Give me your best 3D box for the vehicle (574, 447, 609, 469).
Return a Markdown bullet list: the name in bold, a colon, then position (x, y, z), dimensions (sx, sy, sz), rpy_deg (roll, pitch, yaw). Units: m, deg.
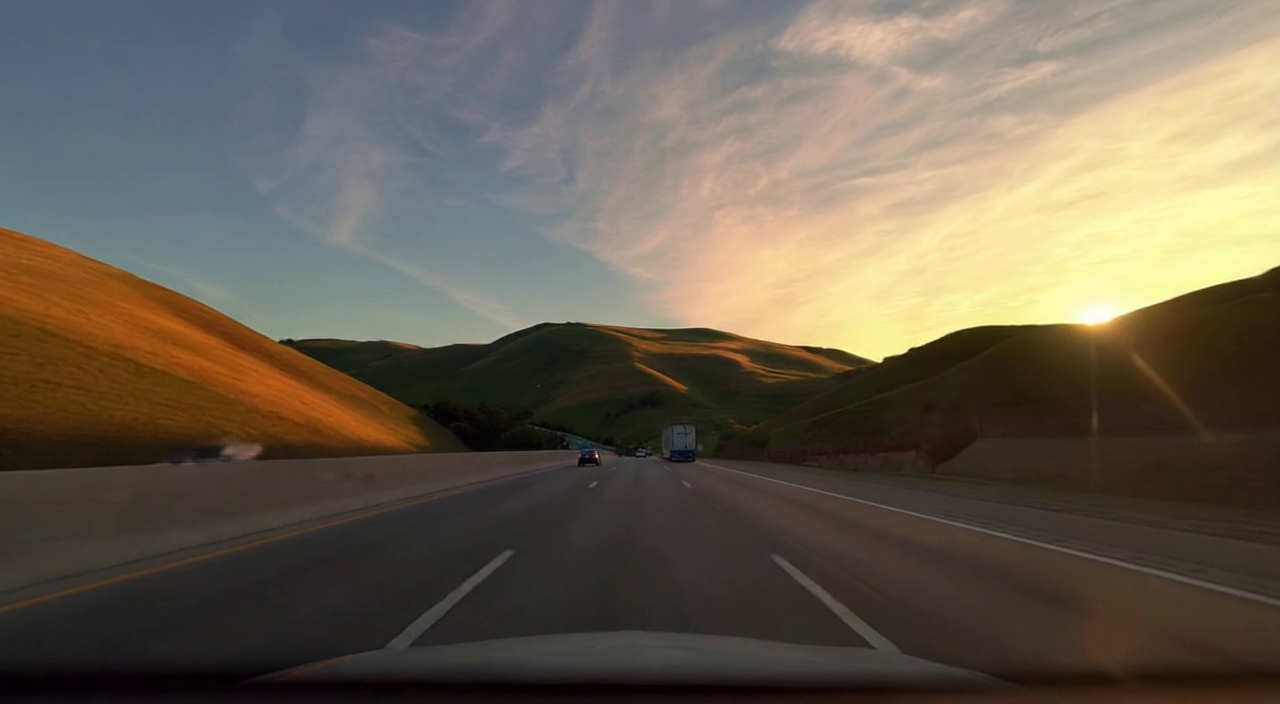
- **vehicle**: position (-3.489, 7.787, 46.559), dimensions (2.060, 1.475, 5.314), rpy_deg (0, -9, 1)
